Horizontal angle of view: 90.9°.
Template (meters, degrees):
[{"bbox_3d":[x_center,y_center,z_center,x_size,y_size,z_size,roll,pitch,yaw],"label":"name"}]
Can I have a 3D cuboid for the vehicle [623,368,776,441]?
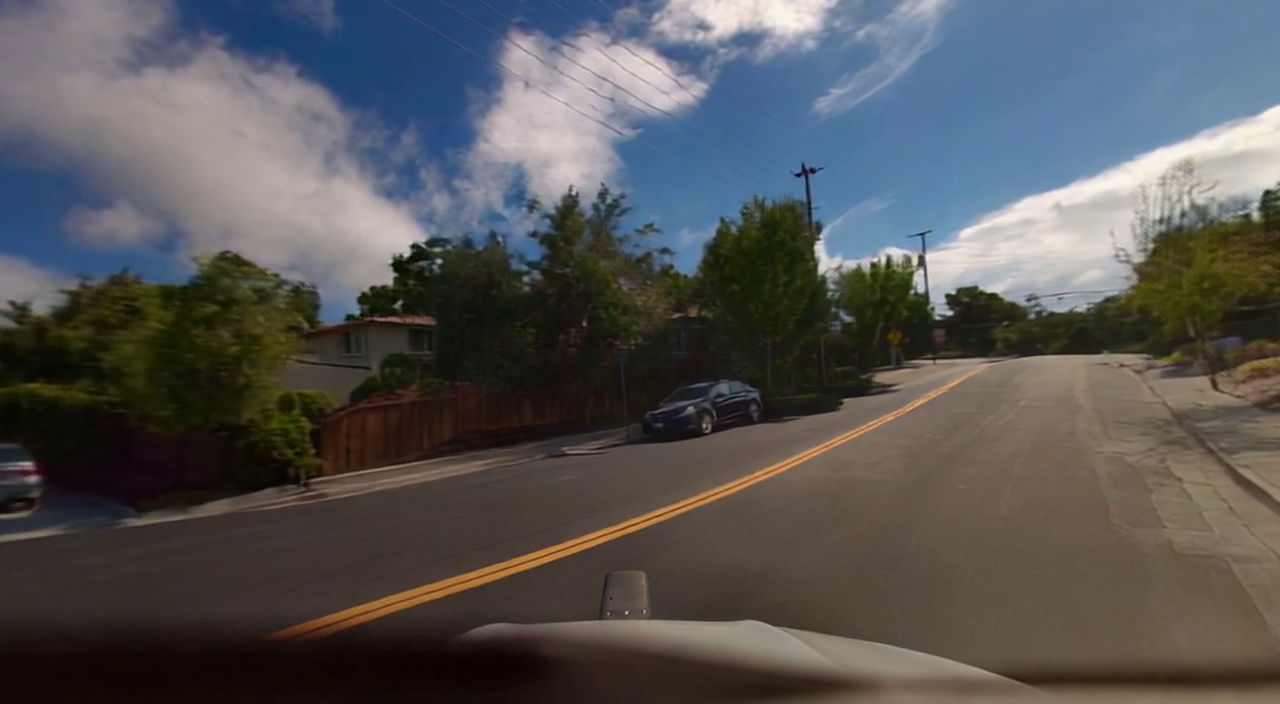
[{"bbox_3d":[1.951,1.468,18.723,2.032,1.595,5.289,-5,-1,36],"label":"vehicle"}]
